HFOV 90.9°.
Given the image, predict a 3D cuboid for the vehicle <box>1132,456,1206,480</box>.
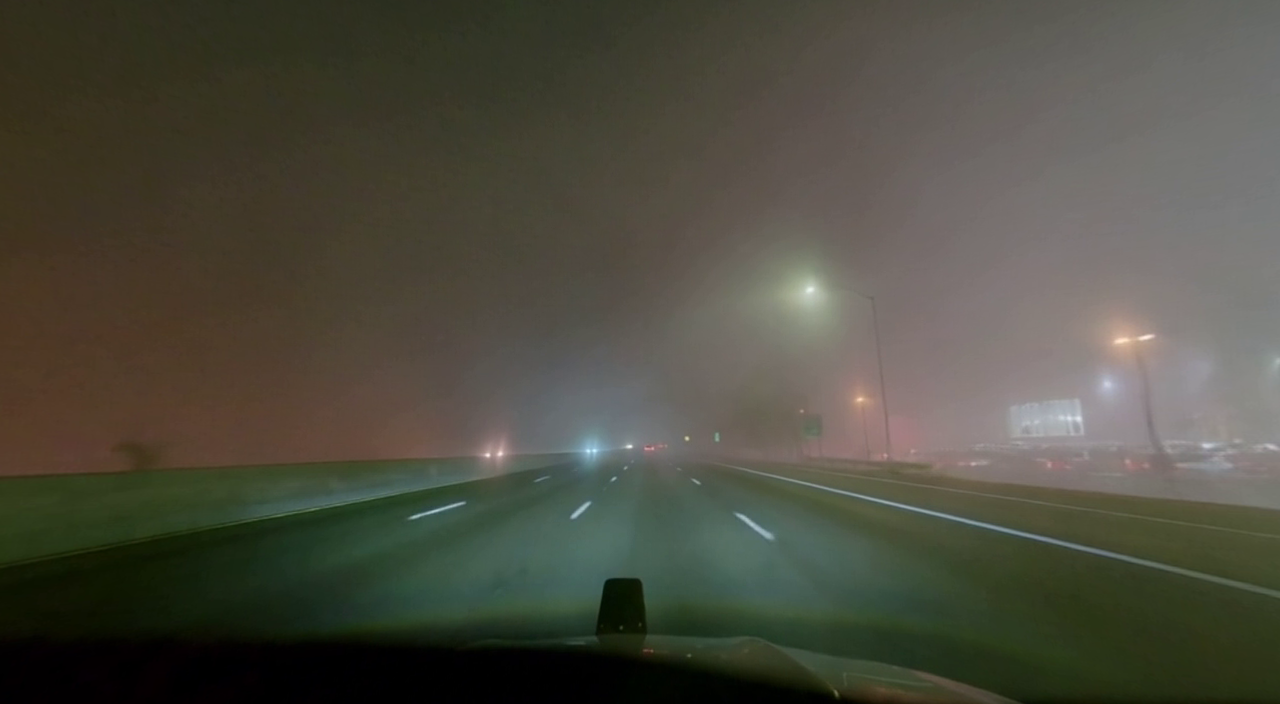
[{"bbox_3d":[39.674,8.666,47.340,3.862,1.573,1.823,-2,-9,-3],"label":"vehicle"}]
